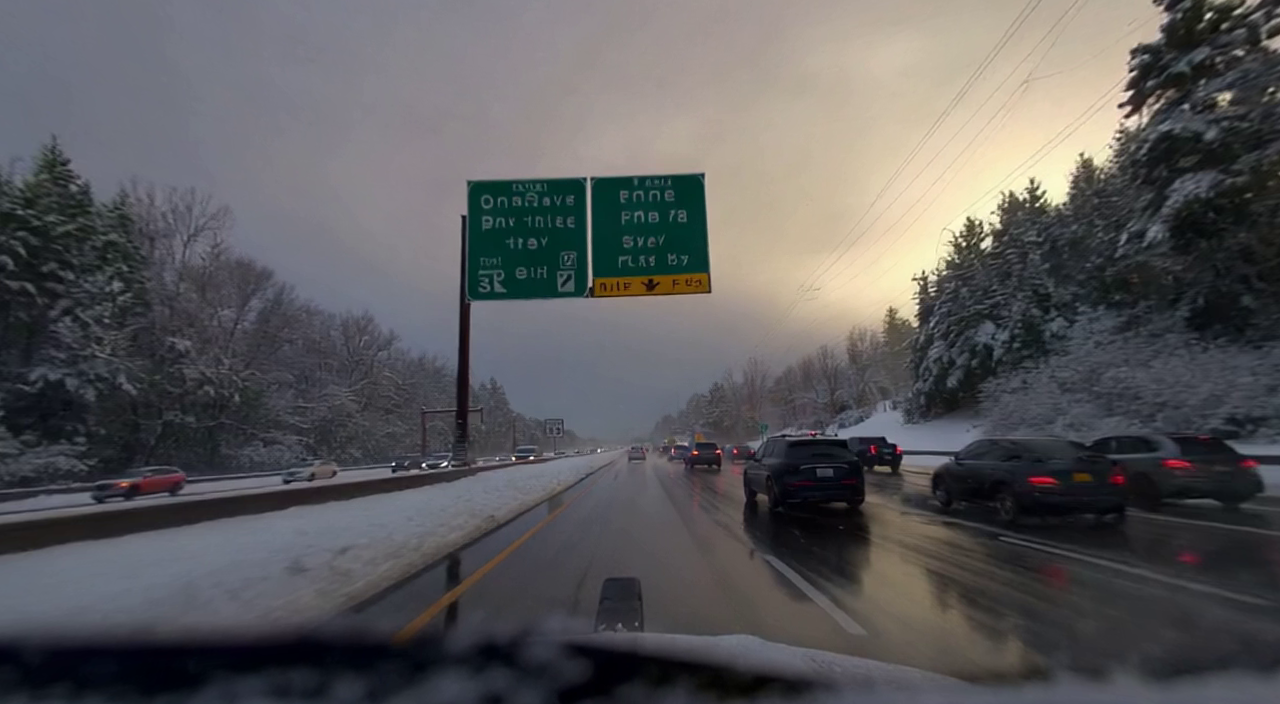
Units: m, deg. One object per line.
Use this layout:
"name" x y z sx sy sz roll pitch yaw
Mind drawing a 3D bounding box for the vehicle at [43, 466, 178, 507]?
"vehicle" -23.385 5.923 28.083 1.913 1.491 4.763 0 -8 -1

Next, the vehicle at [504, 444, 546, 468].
"vehicle" -8.858 8.040 48.898 2.214 1.737 5.234 0 -8 1

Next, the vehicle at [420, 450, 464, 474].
"vehicle" -12.544 6.957 40.009 1.583 1.428 3.716 0 -8 0

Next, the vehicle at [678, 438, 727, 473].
"vehicle" 3.442 5.830 35.670 2.138 1.826 4.783 0 -8 -2

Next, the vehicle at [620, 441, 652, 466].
"vehicle" -0.360 7.772 48.291 2.314 1.796 4.254 0 -8 -1

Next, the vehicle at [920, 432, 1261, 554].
"vehicle" 6.628 2.091 10.135 2.027 1.483 4.559 0 -8 -1

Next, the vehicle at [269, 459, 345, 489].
"vehicle" -19.114 6.998 36.408 1.887 1.485 4.635 0 -8 0

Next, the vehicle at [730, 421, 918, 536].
"vehicle" 3.142 2.277 11.989 2.092 1.723 4.670 0 -8 -1

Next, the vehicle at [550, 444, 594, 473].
"vehicle" -3.743 5.989 35.511 2.051 1.510 4.373 0 -8 0
